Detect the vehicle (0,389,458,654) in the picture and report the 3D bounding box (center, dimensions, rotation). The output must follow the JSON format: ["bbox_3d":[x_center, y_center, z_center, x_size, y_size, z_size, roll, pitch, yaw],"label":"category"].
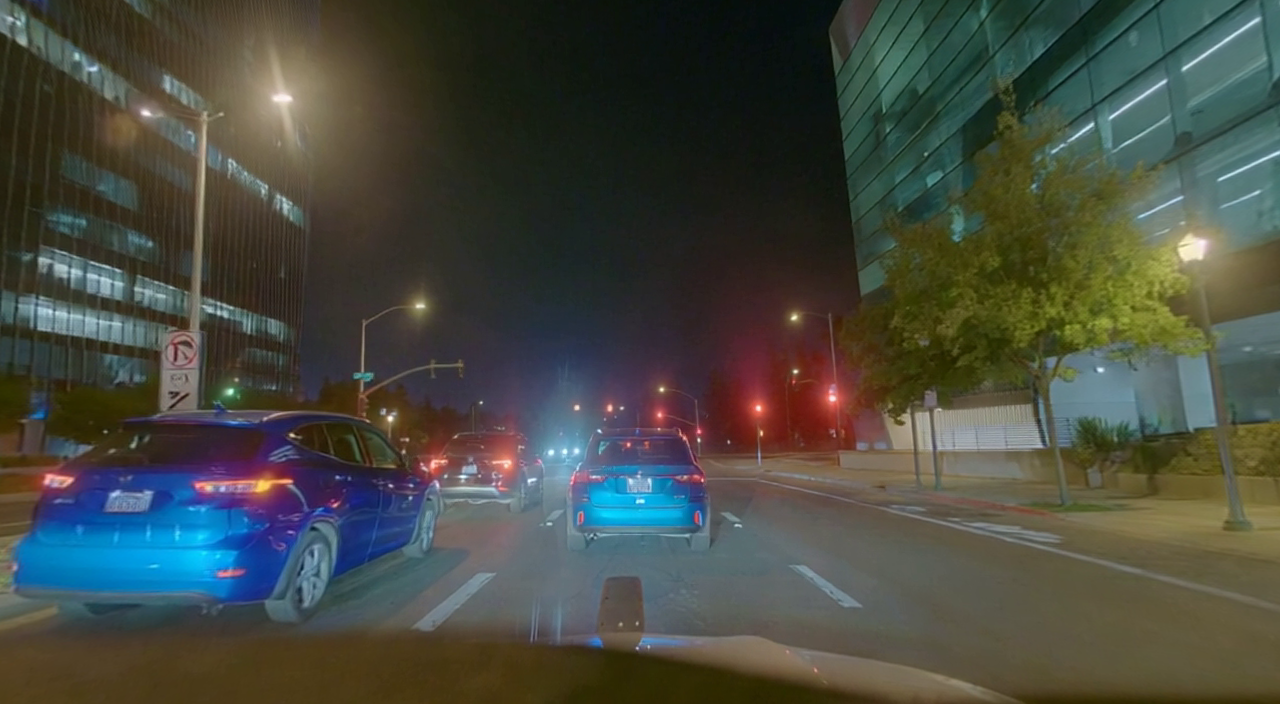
[{"bbox_3d":[-3.560,1.415,6.338,2.083,1.691,4.398,0,-8,1],"label":"vehicle"}]

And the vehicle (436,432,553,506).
[{"bbox_3d":[-3.616,2.992,16.585,2.068,1.678,4.199,0,-8,0],"label":"vehicle"}]

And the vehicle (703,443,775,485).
[{"bbox_3d":[3.716,4.265,24.460,2.082,1.445,4.426,0,-8,0],"label":"vehicle"}]

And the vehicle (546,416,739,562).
[{"bbox_3d":[0.006,1.879,9.397,2.207,1.659,4.155,0,-8,-1],"label":"vehicle"}]
